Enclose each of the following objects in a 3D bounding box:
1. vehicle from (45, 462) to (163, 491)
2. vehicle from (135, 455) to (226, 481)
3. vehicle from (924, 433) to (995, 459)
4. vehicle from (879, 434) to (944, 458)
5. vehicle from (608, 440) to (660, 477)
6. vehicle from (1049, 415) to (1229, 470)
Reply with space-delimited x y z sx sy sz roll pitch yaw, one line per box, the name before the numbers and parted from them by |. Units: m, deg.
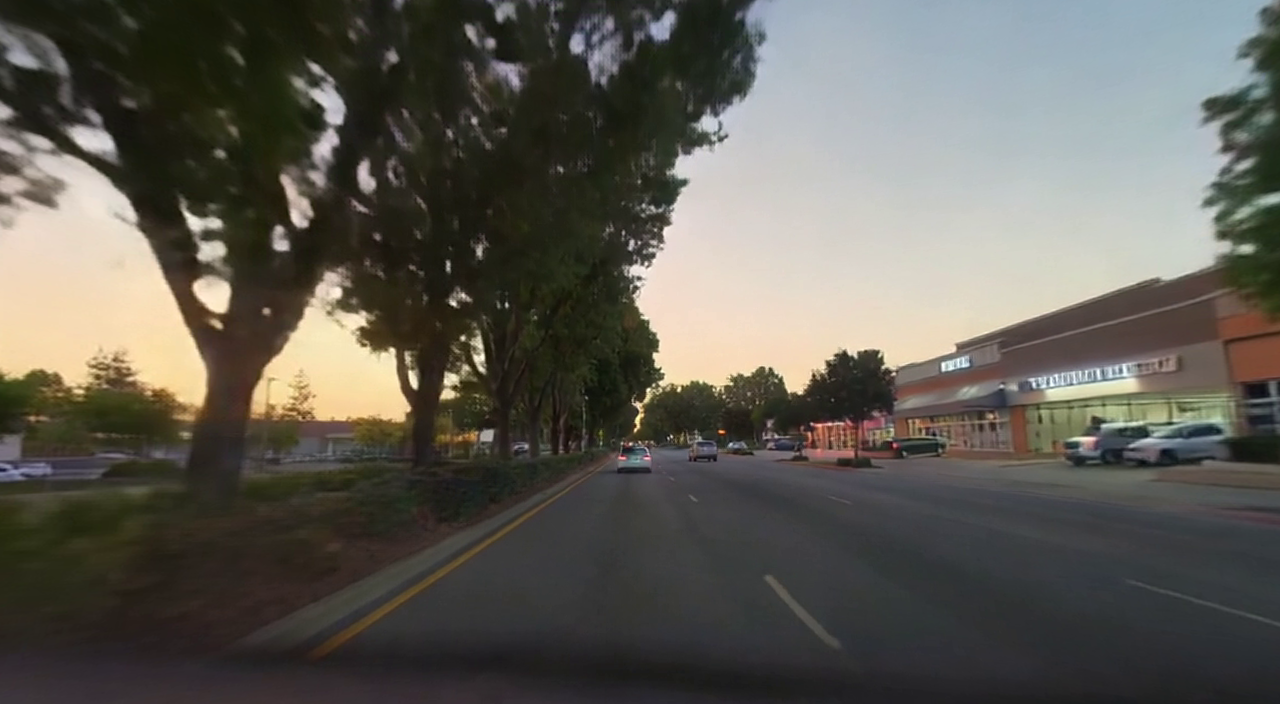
vehicle | -30.659 7.118 36.230 4.820 1.477 2.105 0 -9 -1
vehicle | -30.384 7.689 41.882 4.486 1.610 2.020 -1 -9 3
vehicle | 21.150 6.287 42.093 2.136 1.603 4.534 0 -9 -4
vehicle | 21.267 7.409 49.753 2.015 1.821 4.696 2 -9 -17
vehicle | -0.253 4.611 27.600 2.126 1.475 3.967 0 -9 0
vehicle | 20.659 3.829 26.727 2.356 2.005 6.308 0 -8 -1
